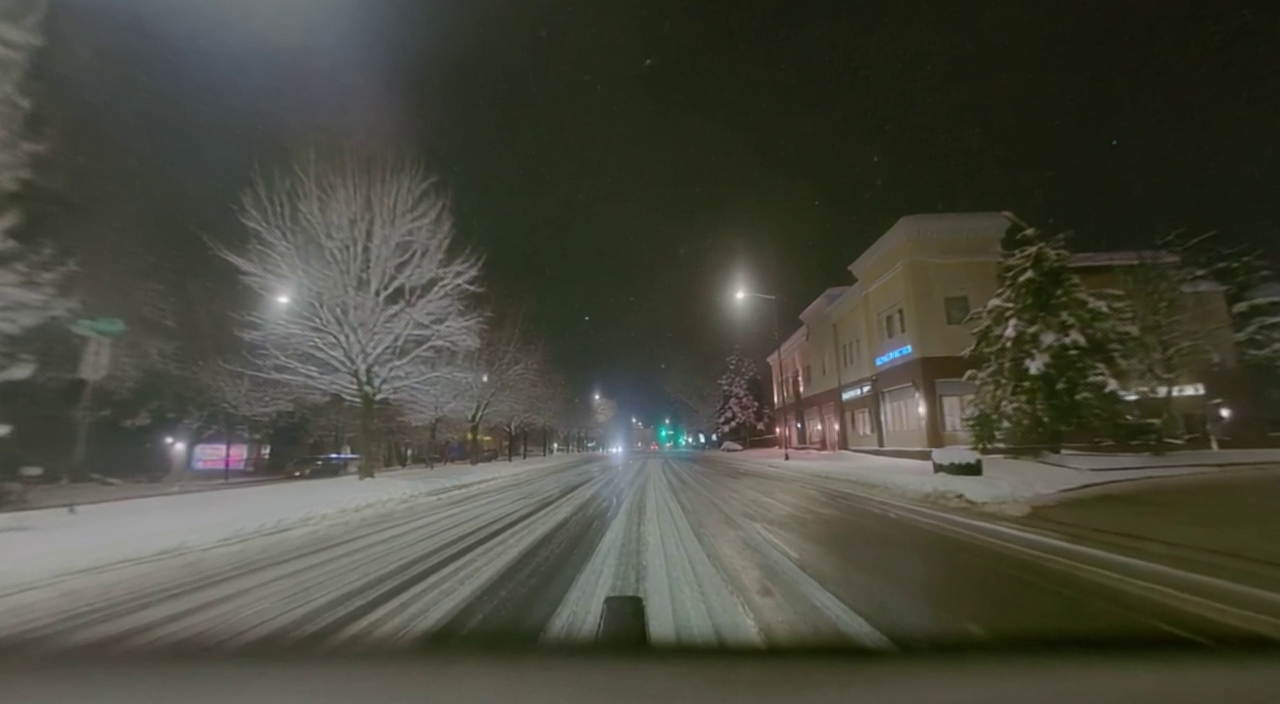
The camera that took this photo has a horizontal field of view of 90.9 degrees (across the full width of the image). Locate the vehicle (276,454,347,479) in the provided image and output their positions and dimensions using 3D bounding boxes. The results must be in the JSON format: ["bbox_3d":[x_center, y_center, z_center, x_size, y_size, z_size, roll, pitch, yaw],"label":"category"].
[{"bbox_3d":[-22.107,7.705,42.666,2.135,1.467,4.653,-1,-8,2],"label":"vehicle"}]
